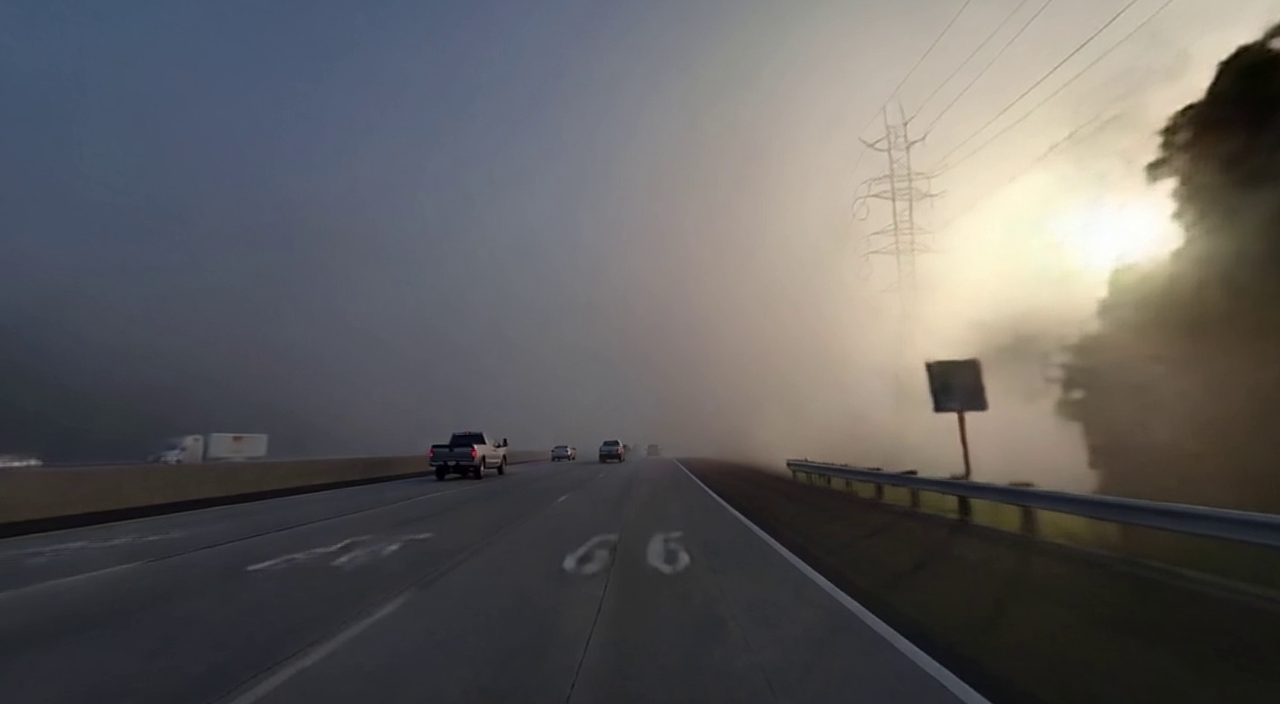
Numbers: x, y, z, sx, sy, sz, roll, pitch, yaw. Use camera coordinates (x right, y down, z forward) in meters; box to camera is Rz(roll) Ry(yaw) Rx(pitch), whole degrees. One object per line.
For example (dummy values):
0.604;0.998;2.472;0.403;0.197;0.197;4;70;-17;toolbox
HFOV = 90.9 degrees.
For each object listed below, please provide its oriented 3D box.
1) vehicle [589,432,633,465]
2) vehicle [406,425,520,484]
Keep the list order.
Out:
-1.881;6.500;42.627;2.448;2.025;5.193;-1;-8;3;vehicle
-6.679;3.965;24.837;2.460;1.992;6.474;0;-8;1;vehicle
